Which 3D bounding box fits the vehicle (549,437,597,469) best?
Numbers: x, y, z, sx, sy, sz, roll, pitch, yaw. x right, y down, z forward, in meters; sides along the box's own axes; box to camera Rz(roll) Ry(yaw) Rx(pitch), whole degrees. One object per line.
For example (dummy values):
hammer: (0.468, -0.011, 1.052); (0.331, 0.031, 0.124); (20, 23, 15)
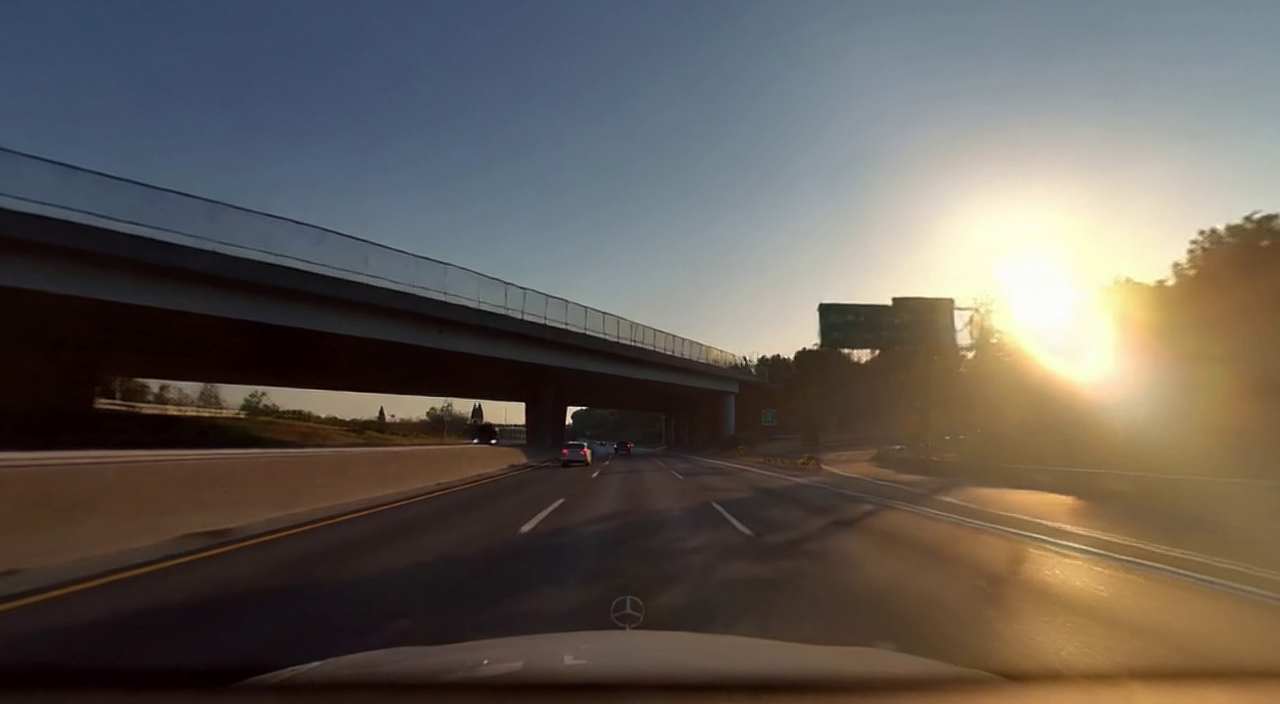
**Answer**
vehicle: (-3.620, 5.586, 34.929); (2.160, 1.608, 5.012); (0, -8, 0)
